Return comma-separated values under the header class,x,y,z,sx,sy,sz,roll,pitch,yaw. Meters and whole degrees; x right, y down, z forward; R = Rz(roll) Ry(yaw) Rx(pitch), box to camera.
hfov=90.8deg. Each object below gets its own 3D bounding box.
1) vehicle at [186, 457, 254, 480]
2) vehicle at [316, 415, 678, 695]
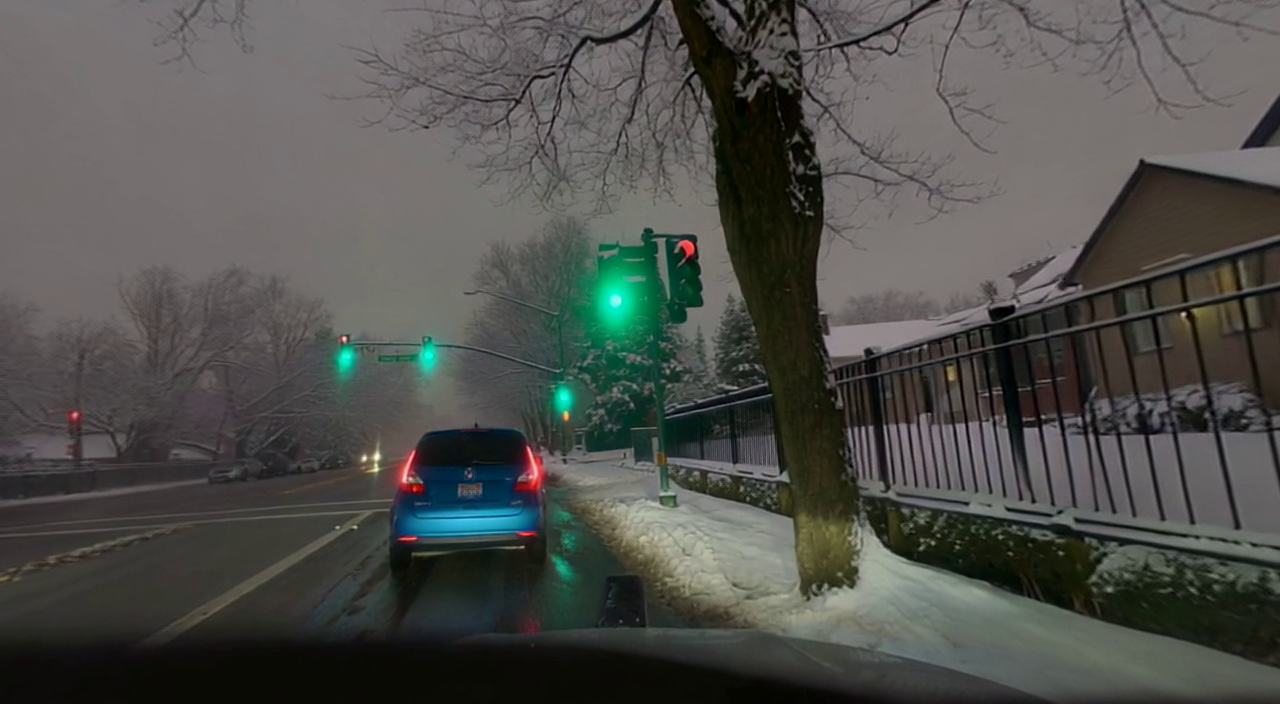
class,x,y,z,sx,sy,sz,roll,pitch,yaw
vehicle,-32.868,9.108,49.491,3.959,1.680,1.785,1,-9,-7
vehicle,-1.156,1.401,5.512,2.024,1.502,3.702,2,-9,-12
